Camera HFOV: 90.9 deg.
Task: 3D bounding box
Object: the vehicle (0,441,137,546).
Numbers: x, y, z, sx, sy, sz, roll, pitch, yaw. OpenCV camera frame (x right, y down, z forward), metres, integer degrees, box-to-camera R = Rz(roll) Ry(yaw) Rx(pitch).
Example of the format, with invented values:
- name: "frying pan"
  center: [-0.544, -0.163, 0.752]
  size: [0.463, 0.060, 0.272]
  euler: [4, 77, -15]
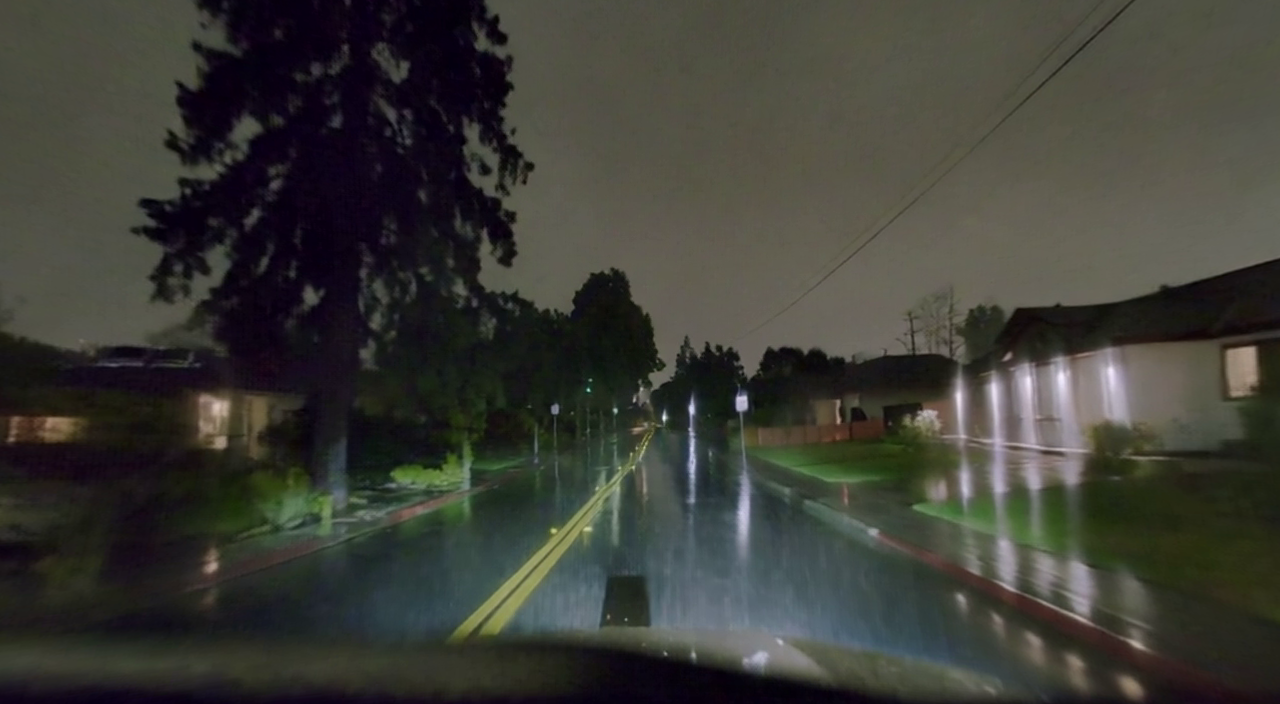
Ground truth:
- name: "vehicle"
  center: [-11.198, 2.170, 10.105]
  size: [4.659, 1.464, 1.930]
  euler: [0, -8, 3]
